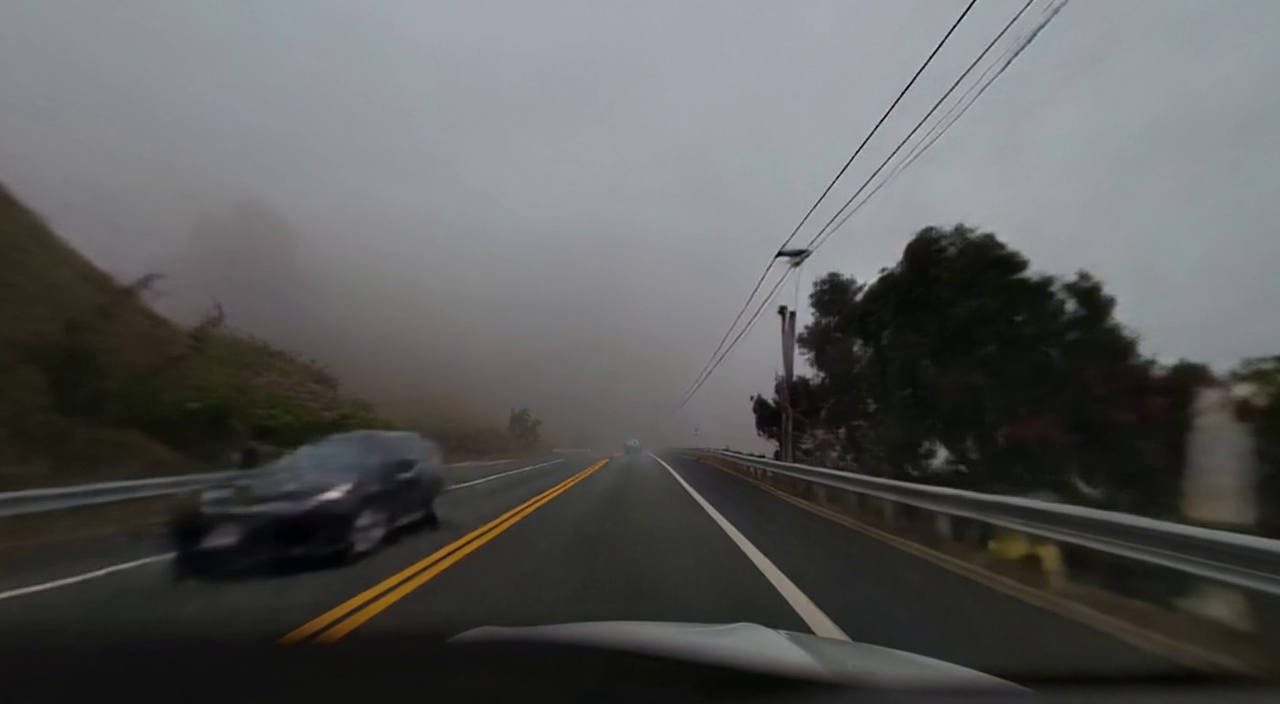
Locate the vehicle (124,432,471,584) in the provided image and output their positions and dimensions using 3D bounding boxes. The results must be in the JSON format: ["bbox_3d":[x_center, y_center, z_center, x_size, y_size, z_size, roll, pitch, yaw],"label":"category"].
[{"bbox_3d":[-3.993,1.895,8.590,2.074,1.472,4.658,0,-9,1],"label":"vehicle"}]
